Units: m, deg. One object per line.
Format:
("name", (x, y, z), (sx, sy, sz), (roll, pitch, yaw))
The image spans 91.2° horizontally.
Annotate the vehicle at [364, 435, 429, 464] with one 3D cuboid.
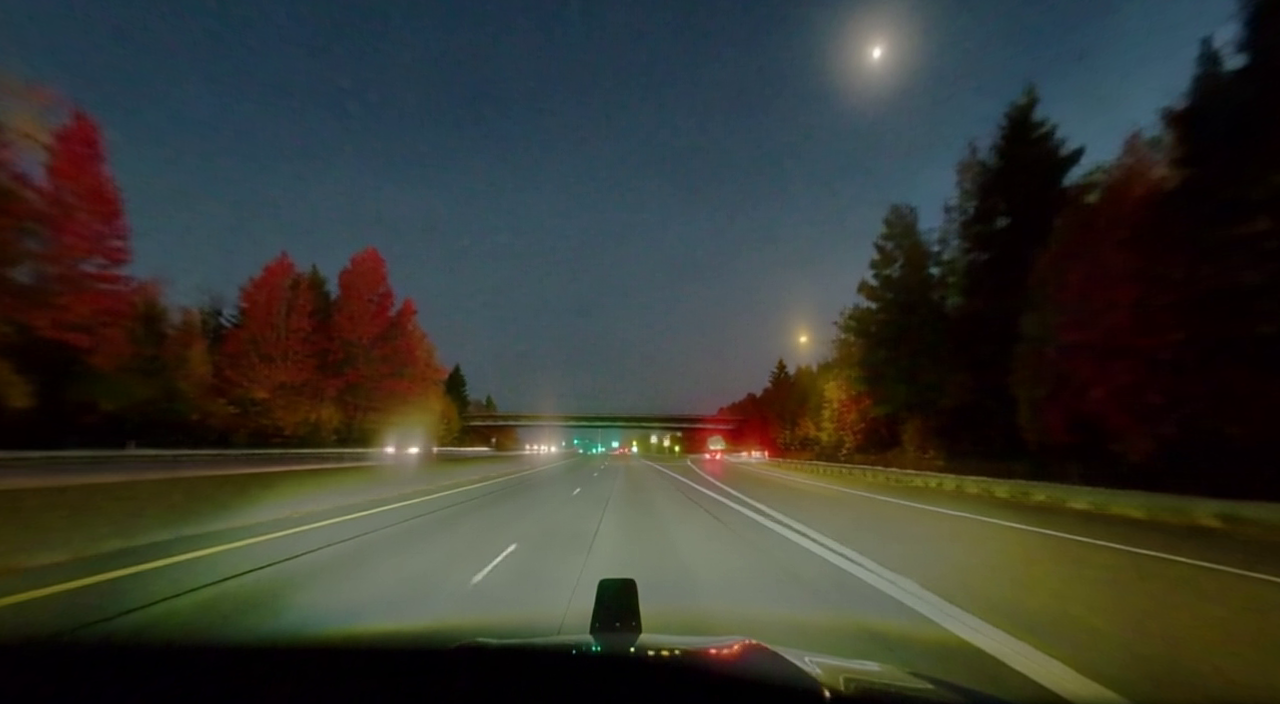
("vehicle", (-13.646, 5.503, 35.375), (1.907, 1.473, 4.490), (0, -9, -1))
